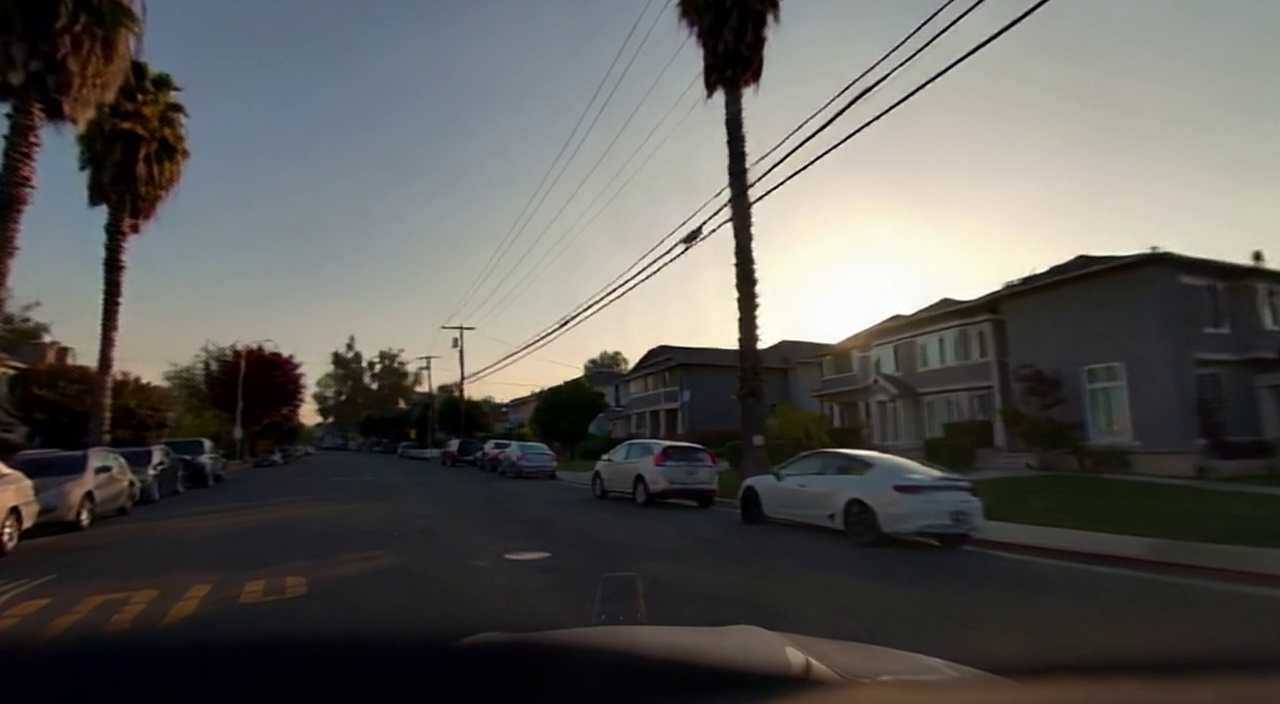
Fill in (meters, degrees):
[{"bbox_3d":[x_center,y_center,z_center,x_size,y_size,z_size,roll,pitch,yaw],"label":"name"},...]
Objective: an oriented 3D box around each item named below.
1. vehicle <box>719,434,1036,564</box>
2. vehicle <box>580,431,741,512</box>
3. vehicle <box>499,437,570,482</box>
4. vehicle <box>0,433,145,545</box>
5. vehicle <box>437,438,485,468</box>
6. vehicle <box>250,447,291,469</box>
[{"bbox_3d":[3.137,1.988,9.502,1.786,1.437,4.448,3,-9,-24],"label":"vehicle"},{"bbox_3d":[0.300,2.771,15.299,1.943,1.623,4.471,4,-9,-27],"label":"vehicle"},{"bbox_3d":[-4.494,4.419,26.407,1.894,1.675,4.294,3,-9,-23],"label":"vehicle"},{"bbox_3d":[-11.064,2.416,11.814,1.919,1.678,4.385,0,-6,-26],"label":"vehicle"},{"bbox_3d":[-11.912,6.622,41.809,2.115,1.826,4.871,4,-9,-26],"label":"vehicle"},{"bbox_3d":[-27.172,7.755,46.571,2.013,1.483,4.645,3,-9,-23],"label":"vehicle"}]
